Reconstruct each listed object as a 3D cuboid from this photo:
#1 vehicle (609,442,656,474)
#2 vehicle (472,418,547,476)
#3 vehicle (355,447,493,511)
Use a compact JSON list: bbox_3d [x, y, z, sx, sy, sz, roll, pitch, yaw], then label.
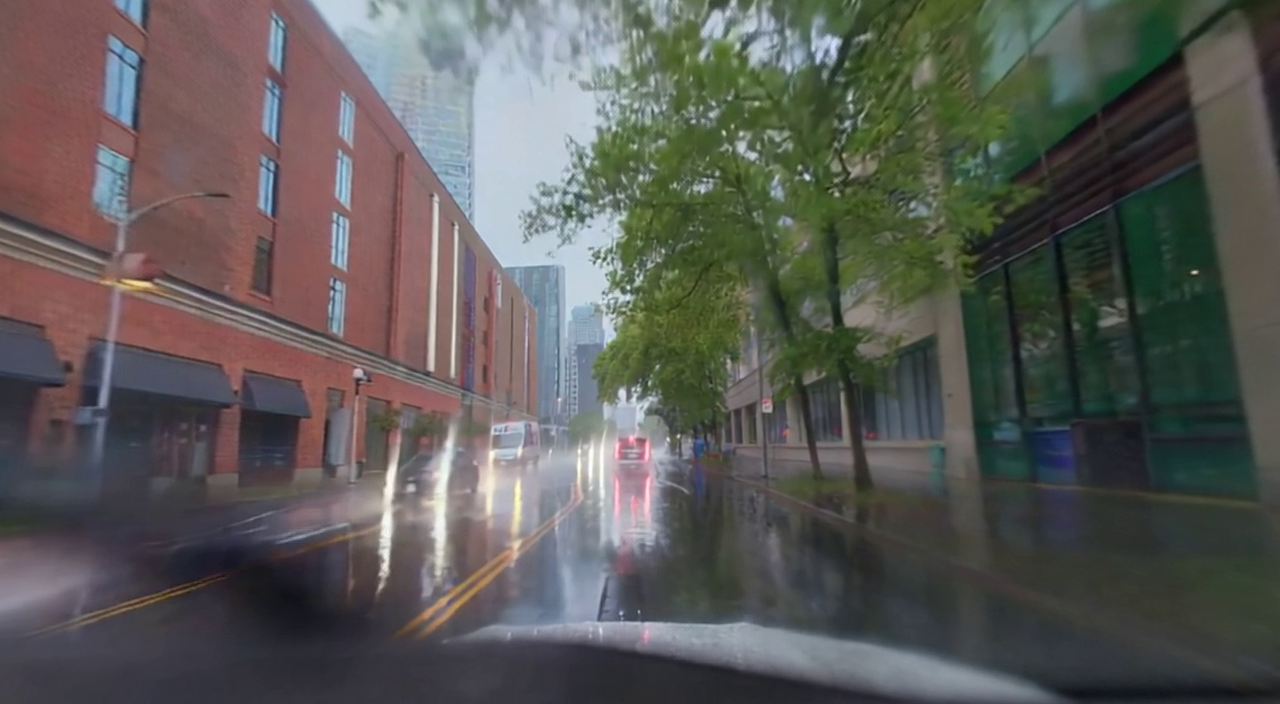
[{"bbox_3d":[-0.368,5.685,34.124,2.356,1.572,4.810,0,-9,1],"label":"vehicle"},{"bbox_3d":[-7.527,5.652,37.511,2.754,3.065,7.103,0,-9,1],"label":"vehicle"},{"bbox_3d":[-5.696,3.379,17.368,2.039,1.484,4.391,-1,-9,3],"label":"vehicle"}]
